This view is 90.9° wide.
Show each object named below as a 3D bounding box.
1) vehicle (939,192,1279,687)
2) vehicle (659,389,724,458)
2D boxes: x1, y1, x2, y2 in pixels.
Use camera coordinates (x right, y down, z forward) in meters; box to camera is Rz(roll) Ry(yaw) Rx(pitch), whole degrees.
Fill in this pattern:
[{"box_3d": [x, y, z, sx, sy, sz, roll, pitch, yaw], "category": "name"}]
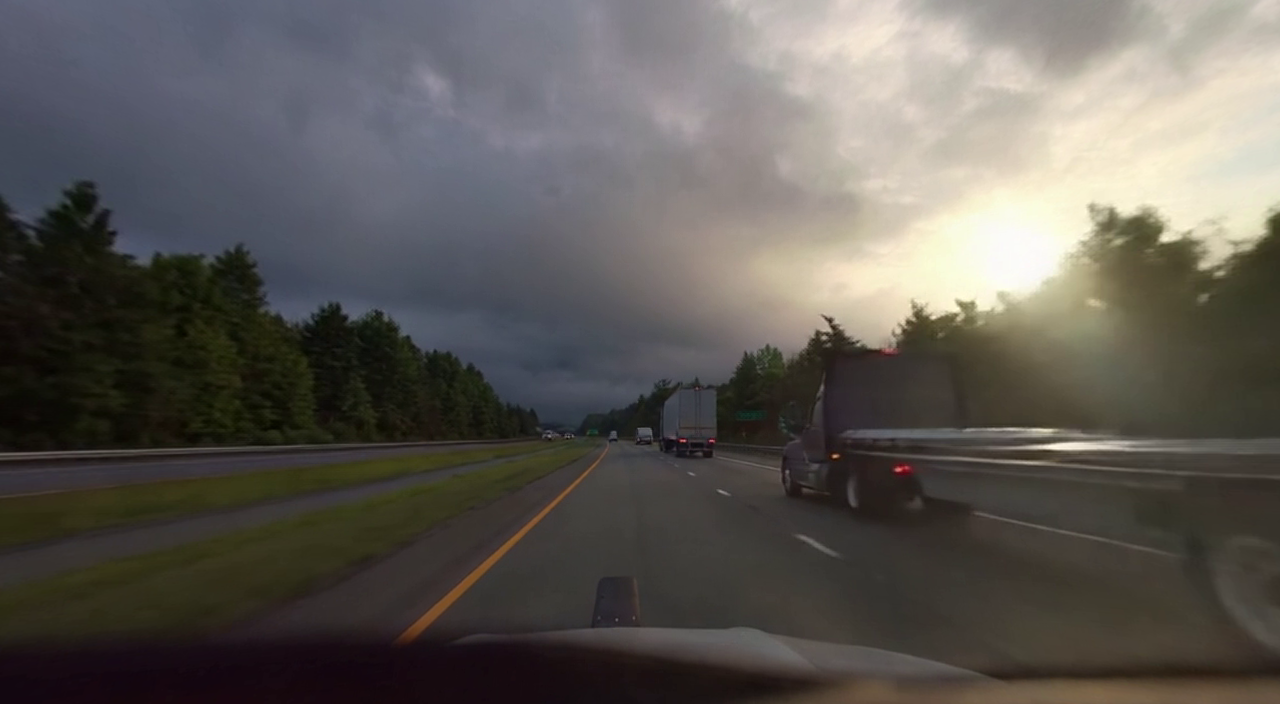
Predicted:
[{"box_3d": [4.900, 0.546, 3.976, 2.741, 2.716, 6.323, 0, -8, -2], "category": "vehicle"}, {"box_3d": [3.217, 5.065, 43.352, 2.974, 4.003, 12.849, 1, -8, -2], "category": "vehicle"}]
